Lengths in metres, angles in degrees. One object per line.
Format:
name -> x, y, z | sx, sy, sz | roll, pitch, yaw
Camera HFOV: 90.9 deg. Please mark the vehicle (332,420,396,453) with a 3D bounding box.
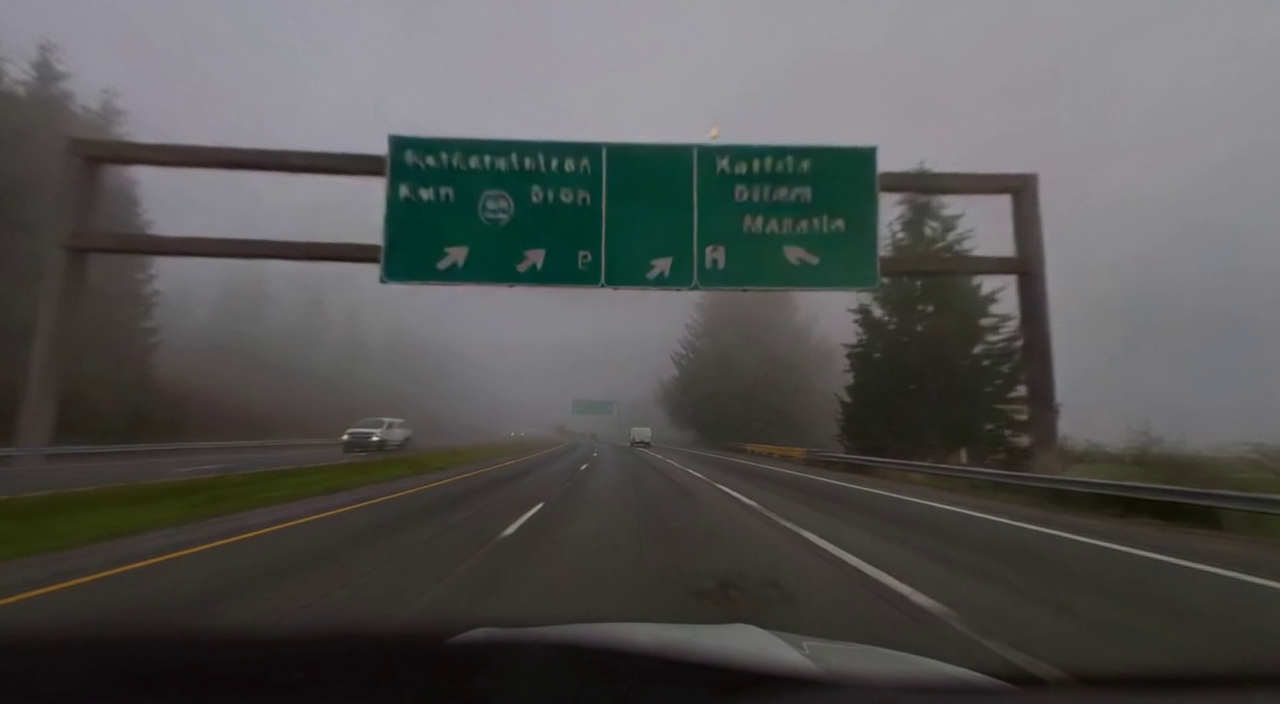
vehicle -> -17.380, 5.365, 39.976 | 2.067, 1.971, 4.840 | 0, -8, -2
